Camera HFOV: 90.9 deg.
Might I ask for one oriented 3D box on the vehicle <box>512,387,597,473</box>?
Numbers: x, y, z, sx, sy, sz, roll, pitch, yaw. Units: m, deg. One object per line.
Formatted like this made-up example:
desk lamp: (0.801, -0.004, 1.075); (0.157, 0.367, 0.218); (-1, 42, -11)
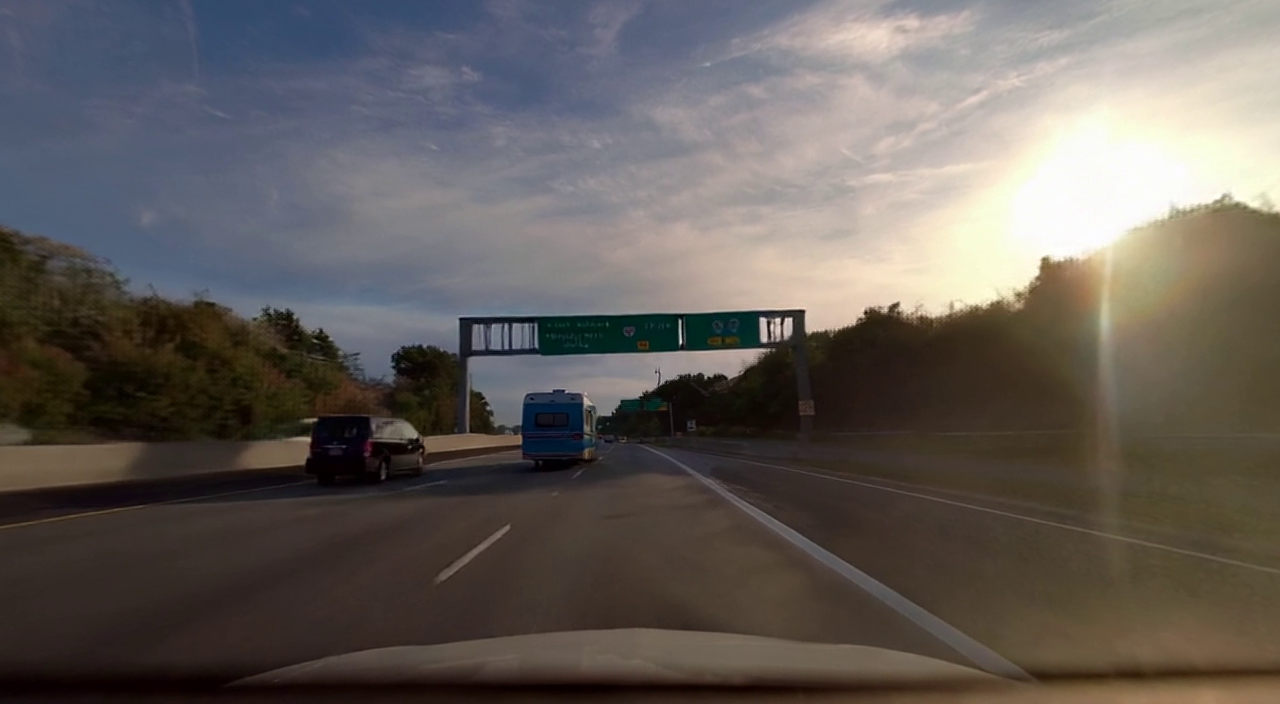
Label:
vehicle: (-3.544, 3.470, 27.921); (2.676, 3.269, 7.388); (0, -7, 0)

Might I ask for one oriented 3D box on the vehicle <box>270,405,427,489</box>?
vehicle: (-7.283, 2.410, 16.328); (2.045, 1.873, 4.202); (0, -7, 0)
